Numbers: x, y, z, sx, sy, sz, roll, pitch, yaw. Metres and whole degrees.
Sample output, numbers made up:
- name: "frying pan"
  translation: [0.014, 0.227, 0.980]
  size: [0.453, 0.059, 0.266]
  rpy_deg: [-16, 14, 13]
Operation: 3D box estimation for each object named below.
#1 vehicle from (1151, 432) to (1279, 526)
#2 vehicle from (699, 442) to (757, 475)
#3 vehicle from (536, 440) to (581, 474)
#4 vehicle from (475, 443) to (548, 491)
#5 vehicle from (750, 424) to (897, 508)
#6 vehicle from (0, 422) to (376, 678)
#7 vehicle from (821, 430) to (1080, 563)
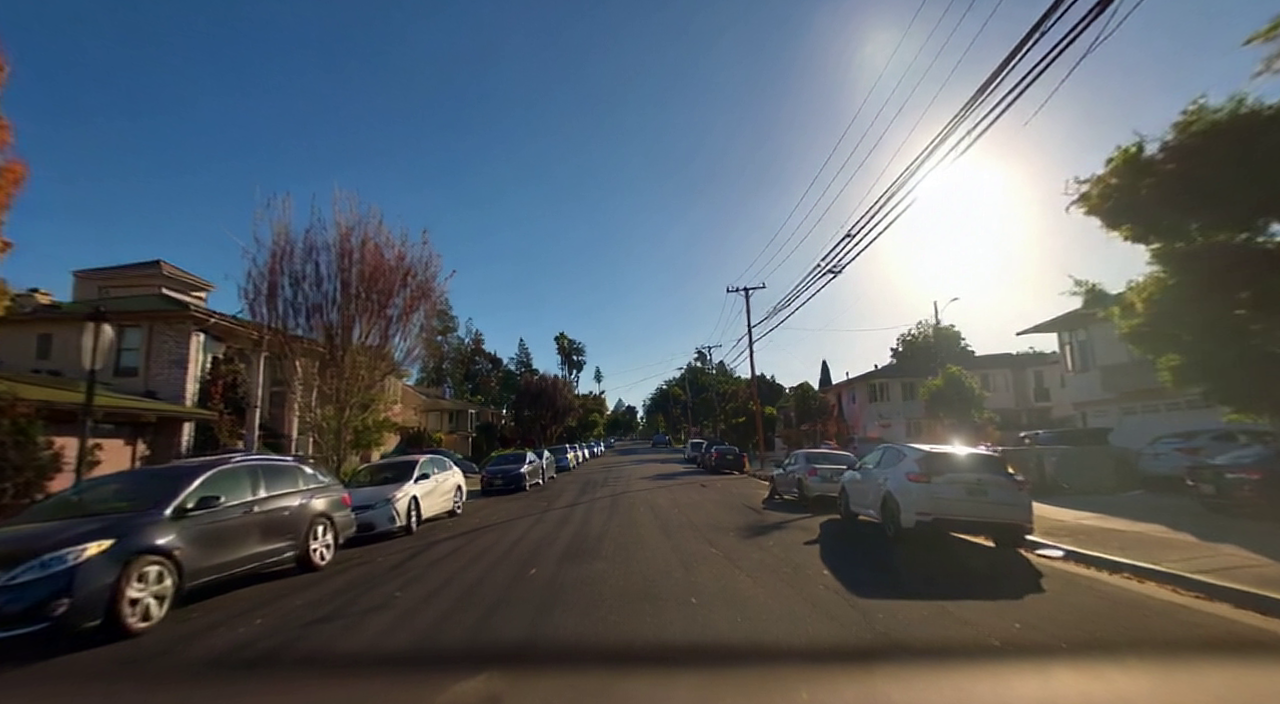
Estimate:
- name: "vehicle"
  translation: [12.819, 2.376, 12.153]
  size: [4.285, 1.641, 1.832]
  rpy_deg: [0, -8, 1]
- name: "vehicle"
  translation: [4.339, 5.325, 31.948]
  size: [2.174, 1.504, 4.809]
  rpy_deg: [0, -8, 0]
- name: "vehicle"
  translation: [-5.218, 6.806, 41.328]
  size: [2.184, 1.958, 5.757]
  rpy_deg: [-2, -8, 0]
- name: "vehicle"
  translation: [-5.041, 4.550, 25.404]
  size: [2.032, 1.716, 4.382]
  rpy_deg: [0, -8, 0]
- name: "vehicle"
  translation: [4.144, 2.906, 15.255]
  size: [2.057, 1.511, 4.858]
  rpy_deg: [-5, -14, 0]
- name: "vehicle"
  translation: [-5.137, 1.752, 6.955]
  size: [2.360, 1.772, 4.907]
  rpy_deg: [0, -8, 0]
- name: "vehicle"
  translation: [4.398, 2.076, 9.867]
  size: [1.864, 1.592, 4.221]
  rpy_deg: [0, -8, 0]
